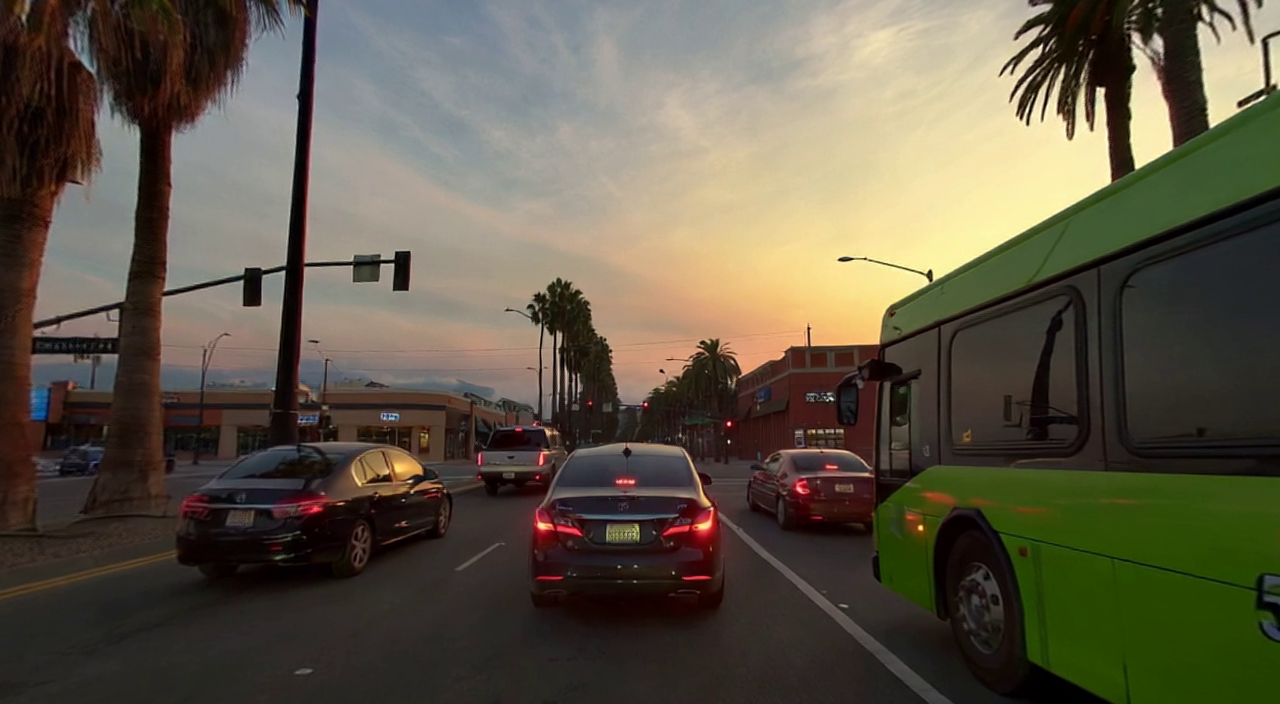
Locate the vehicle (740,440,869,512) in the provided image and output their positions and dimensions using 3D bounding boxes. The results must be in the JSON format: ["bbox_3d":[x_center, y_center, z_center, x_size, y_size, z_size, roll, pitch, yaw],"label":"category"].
[{"bbox_3d":[3.730,2.886,15.247,1.989,1.467,4.364,0,-9,1],"label":"vehicle"}]

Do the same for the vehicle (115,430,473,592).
[{"bbox_3d":[-3.620,1.722,7.719,1.919,1.415,4.178,0,-9,1],"label":"vehicle"}]

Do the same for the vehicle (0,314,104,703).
[{"bbox_3d":[-3.569,0.465,0.291,2.145,1.824,4.974,0,-9,2],"label":"vehicle"}]

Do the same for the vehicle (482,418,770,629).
[{"bbox_3d":[-0.109,1.523,6.518,2.060,1.499,3.831,0,-9,0],"label":"vehicle"}]
